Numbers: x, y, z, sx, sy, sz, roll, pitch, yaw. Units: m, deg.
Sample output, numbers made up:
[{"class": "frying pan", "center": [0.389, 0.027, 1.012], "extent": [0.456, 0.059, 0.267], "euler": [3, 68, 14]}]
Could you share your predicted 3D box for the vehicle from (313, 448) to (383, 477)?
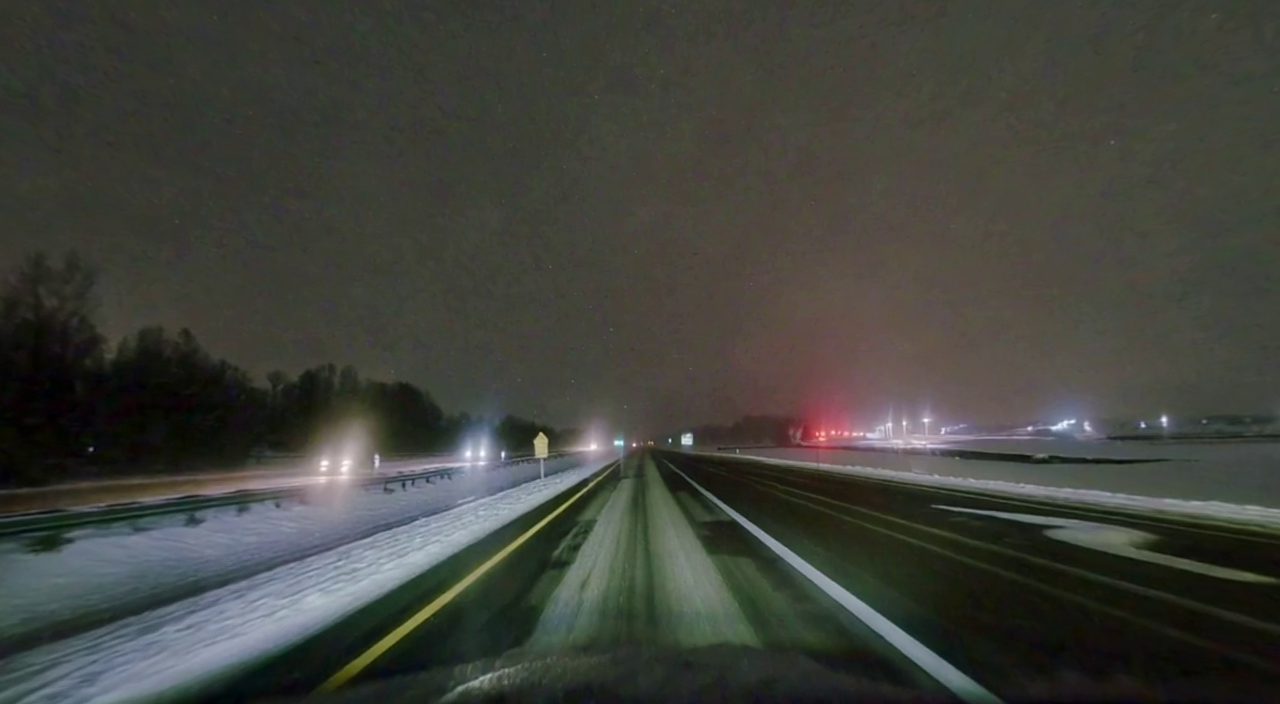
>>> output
[{"class": "vehicle", "center": [-16.709, 6.315, 36.360], "extent": [1.906, 1.500, 4.321], "euler": [0, -9, 1]}]
